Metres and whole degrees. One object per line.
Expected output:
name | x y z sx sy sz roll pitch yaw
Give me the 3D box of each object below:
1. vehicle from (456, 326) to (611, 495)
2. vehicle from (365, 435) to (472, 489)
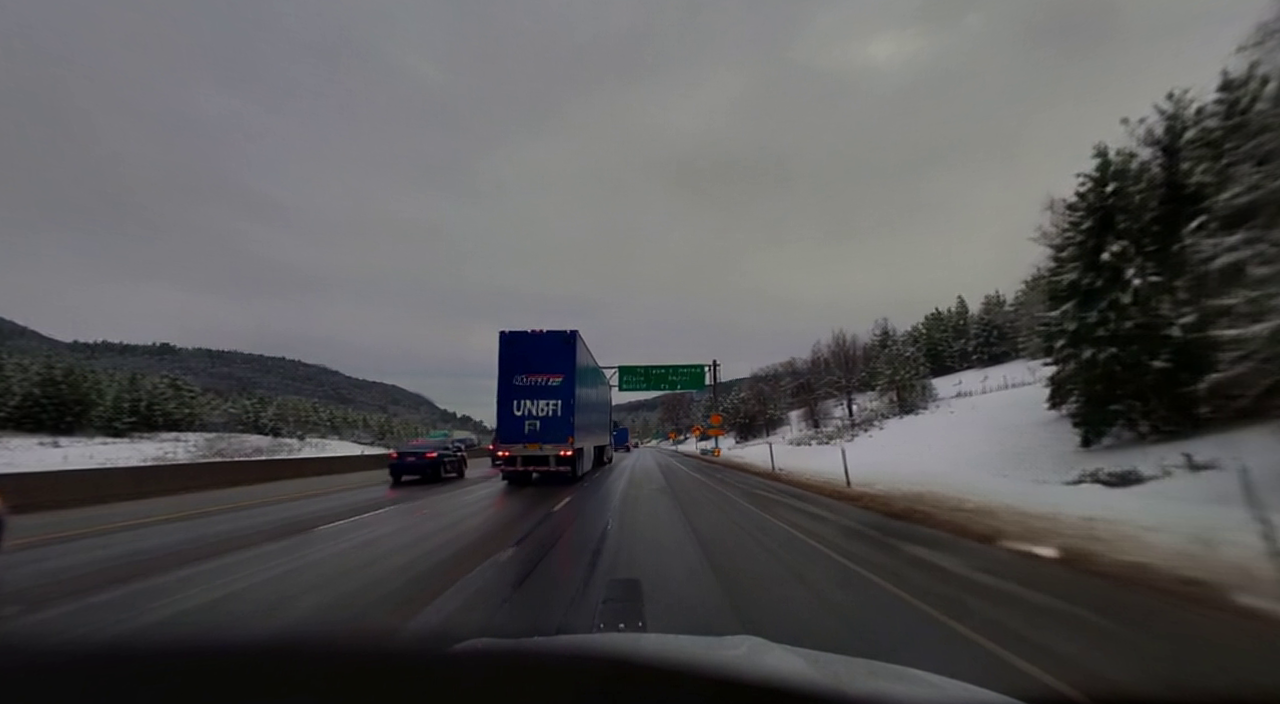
vehicle | -3.104 2.649 24.410 3.202 4.352 16.251 0 -8 0
vehicle | -7.279 3.641 21.299 1.949 1.604 4.456 0 -8 1
